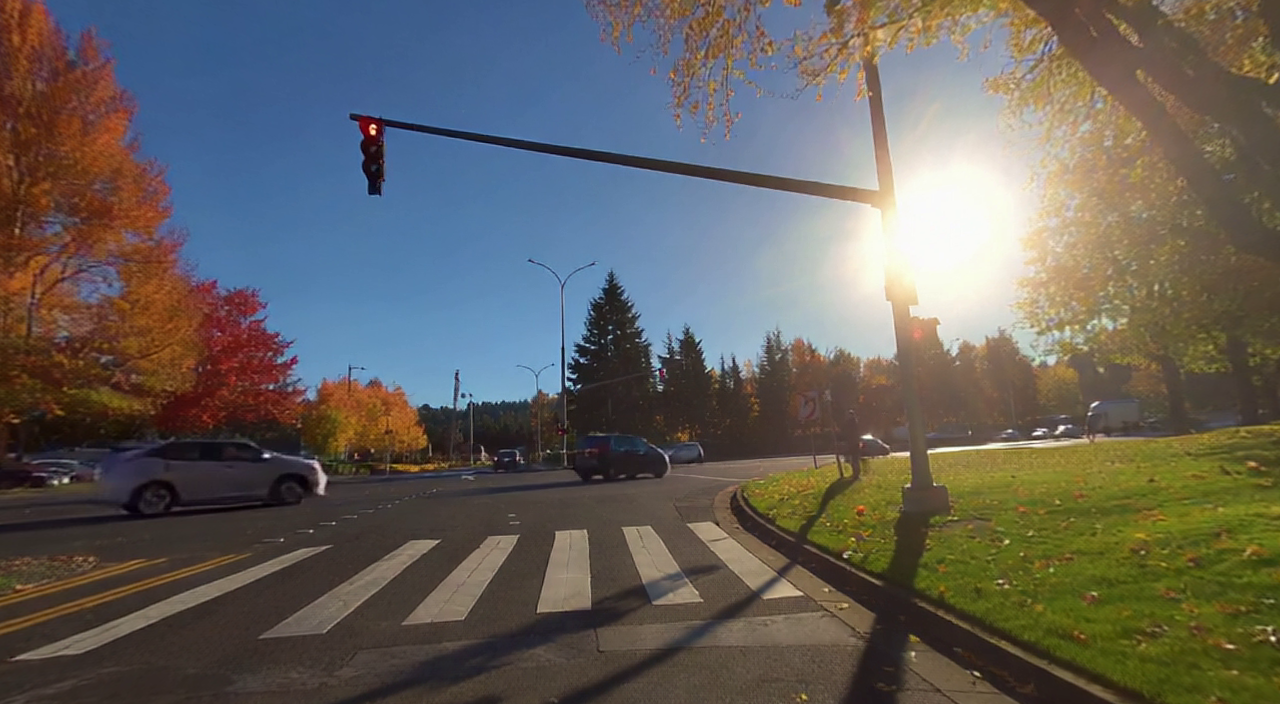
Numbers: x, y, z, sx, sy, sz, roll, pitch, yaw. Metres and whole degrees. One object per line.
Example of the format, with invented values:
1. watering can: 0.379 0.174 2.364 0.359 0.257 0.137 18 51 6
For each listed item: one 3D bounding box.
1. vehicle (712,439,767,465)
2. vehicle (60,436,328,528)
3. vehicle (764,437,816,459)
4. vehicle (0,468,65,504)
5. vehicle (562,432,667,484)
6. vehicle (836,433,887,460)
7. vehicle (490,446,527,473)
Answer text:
1. vehicle: 7.012 6.994 43.920 1.867 1.743 4.259 -8 -11 40
2. vehicle: -10.557 3.009 15.237 2.036 1.849 4.811 -7 -11 39
3. vehicle: 11.969 7.653 49.913 1.979 1.659 4.907 -8 -11 39
4. vehicle: -30.309 6.459 30.363 1.800 1.520 3.968 2 -9 -13
5. vehicle: -0.954 4.324 25.772 1.942 1.920 4.263 -8 -11 39
6. vehicle: 16.163 6.873 45.602 1.988 1.853 4.314 -8 -11 40
7. vehicle: -8.846 7.249 42.397 1.832 1.674 3.805 0 -9 -2
